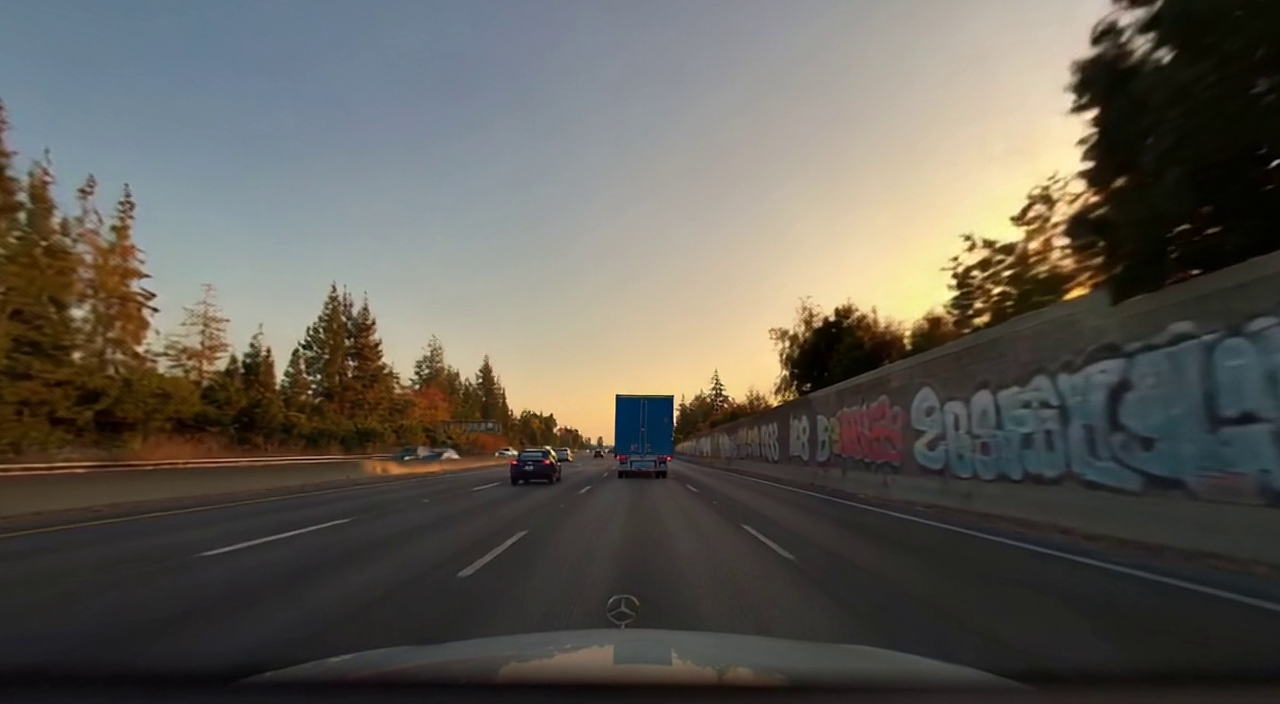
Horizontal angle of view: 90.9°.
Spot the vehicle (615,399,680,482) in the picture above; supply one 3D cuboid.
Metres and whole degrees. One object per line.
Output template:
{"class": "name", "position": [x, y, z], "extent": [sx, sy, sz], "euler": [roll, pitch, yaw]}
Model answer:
{"class": "vehicle", "position": [0.219, 4.703, 33.107], "extent": [2.915, 3.661, 9.741], "euler": [0, -9, -1]}

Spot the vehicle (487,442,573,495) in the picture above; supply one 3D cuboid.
{"class": "vehicle", "position": [-3.464, 3.760, 20.634], "extent": [2.020, 1.505, 4.171], "euler": [0, -9, 1]}

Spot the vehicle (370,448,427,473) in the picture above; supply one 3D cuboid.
{"class": "vehicle", "position": [-14.577, 6.572, 38.258], "extent": [1.785, 1.439, 4.008], "euler": [0, -9, 0]}
